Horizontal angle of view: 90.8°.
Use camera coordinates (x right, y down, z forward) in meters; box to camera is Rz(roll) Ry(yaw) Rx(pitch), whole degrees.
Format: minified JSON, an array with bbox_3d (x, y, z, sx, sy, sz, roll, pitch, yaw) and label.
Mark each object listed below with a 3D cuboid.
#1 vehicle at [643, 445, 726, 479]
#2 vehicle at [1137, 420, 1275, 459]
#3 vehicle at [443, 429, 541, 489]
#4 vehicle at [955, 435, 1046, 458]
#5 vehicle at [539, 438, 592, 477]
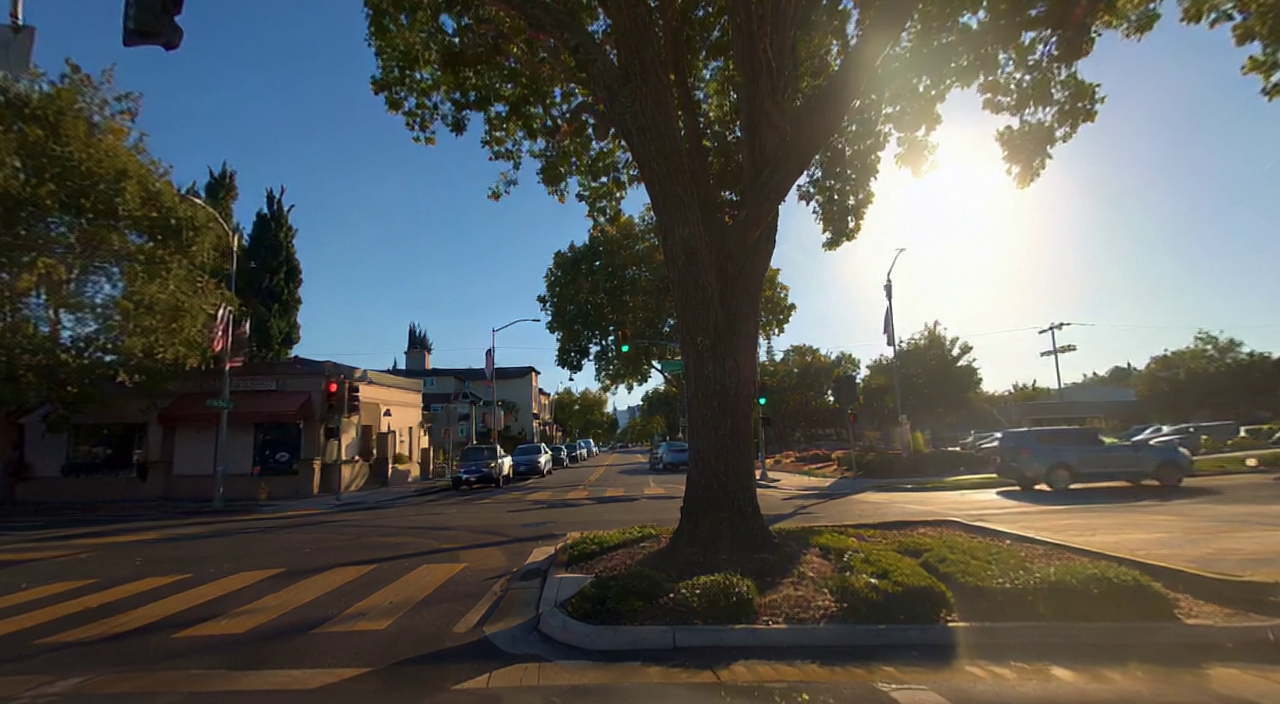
[{"bbox_3d":[2.067,5.321,30.899,2.056,1.493,4.535,4,-9,-25],"label":"vehicle"},{"bbox_3d":[33.268,5.158,37.229,5.969,2.149,2.331,0,-9,-3],"label":"vehicle"},{"bbox_3d":[-6.499,4.832,28.967,2.896,2.339,7.322,0,-9,-1],"label":"vehicle"},{"bbox_3d":[24.971,6.553,43.829,5.172,1.515,1.851,0,-9,-2],"label":"vehicle"},{"bbox_3d":[-3.647,5.277,31.914,2.120,1.783,4.788,0,-9,0],"label":"vehicle"}]
